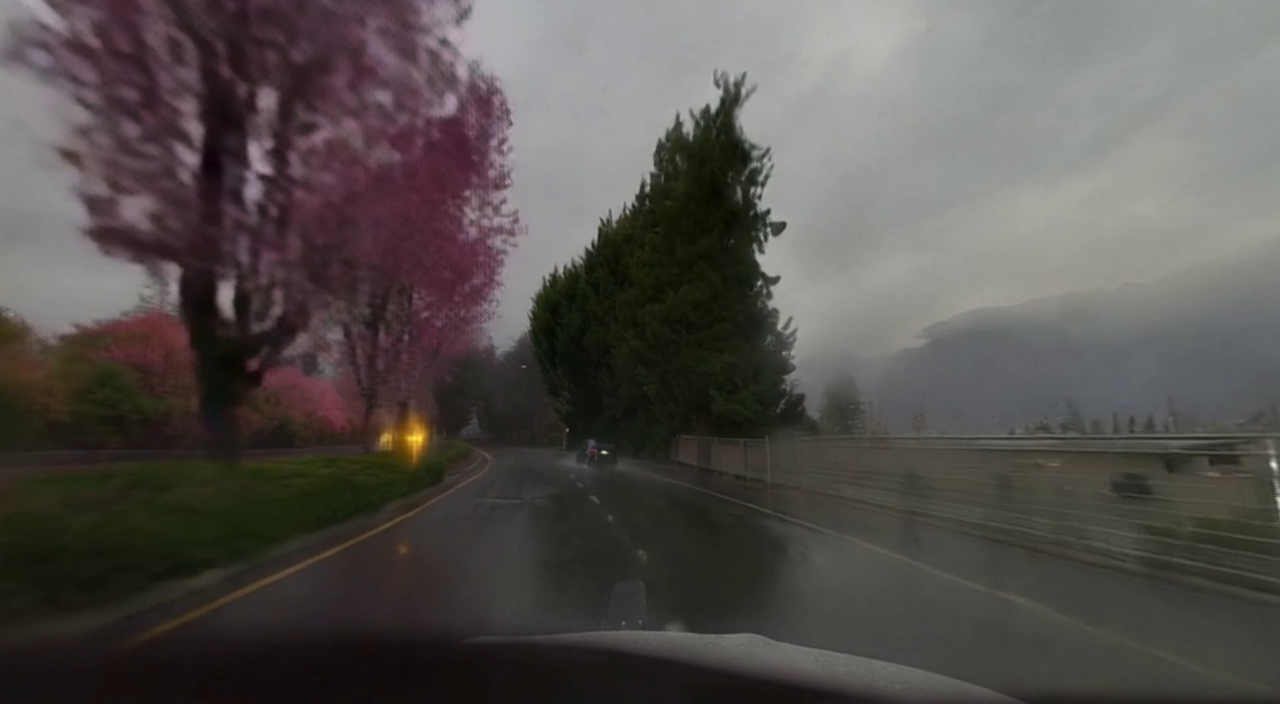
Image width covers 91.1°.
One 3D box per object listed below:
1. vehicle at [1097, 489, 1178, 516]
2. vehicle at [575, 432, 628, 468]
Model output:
[{"bbox_3d":[37.145,11.202,46.919,4.607,1.572,1.763,-6,-11,40],"label":"vehicle"},{"bbox_3d":[-2.210,5.396,34.656,2.166,1.828,4.607,2,-9,-13],"label":"vehicle"}]
